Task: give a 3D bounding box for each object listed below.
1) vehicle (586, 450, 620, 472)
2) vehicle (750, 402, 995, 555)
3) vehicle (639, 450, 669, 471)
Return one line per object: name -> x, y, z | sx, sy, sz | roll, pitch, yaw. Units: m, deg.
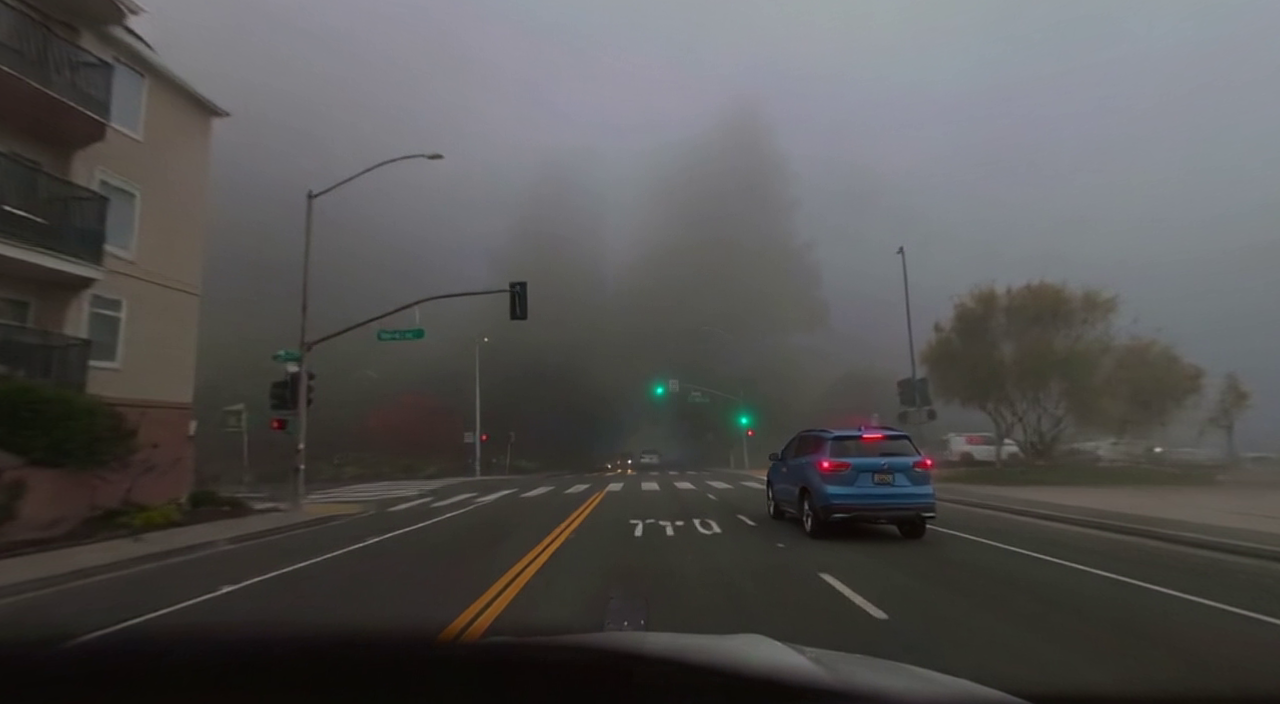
vehicle -> -2.658, 8.020, 46.391 | 2.170, 1.513, 4.270 | 0, -9, 1
vehicle -> 3.295, 1.928, 10.250 | 2.130, 1.863, 4.844 | 0, -9, 0
vehicle -> 1.015, 7.938, 46.308 | 2.097, 1.463, 4.043 | 0, -9, 0
